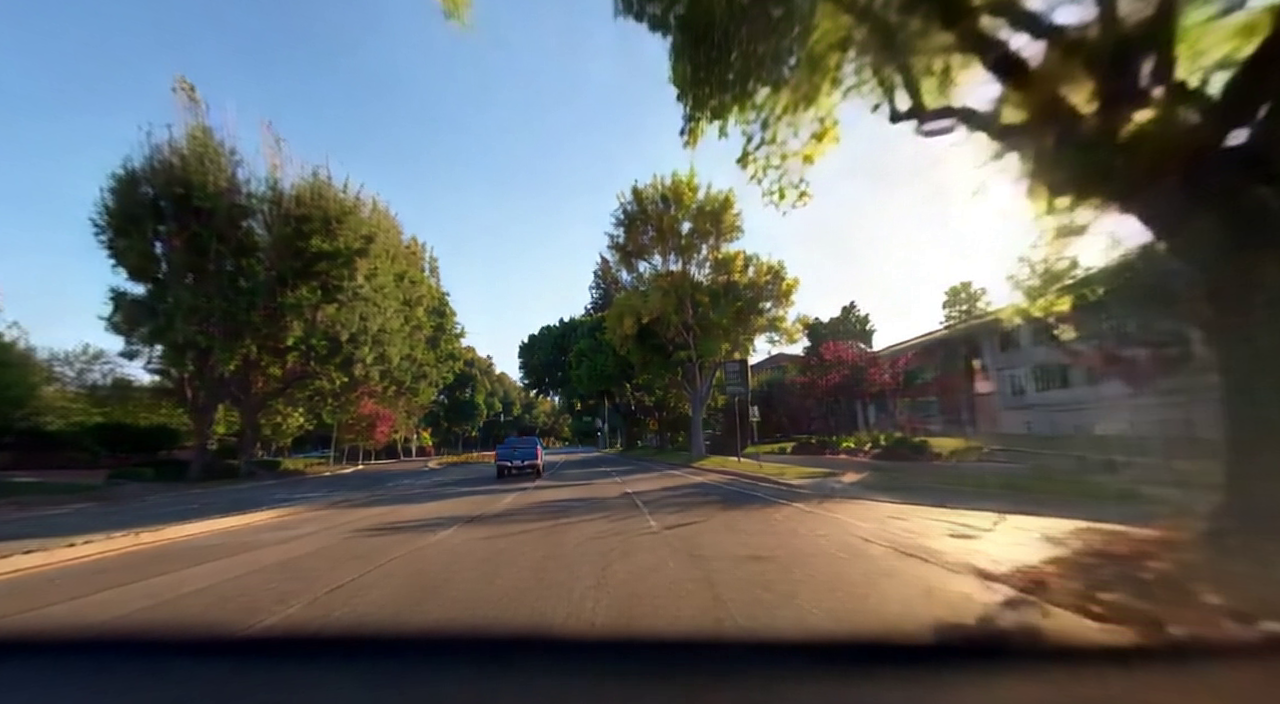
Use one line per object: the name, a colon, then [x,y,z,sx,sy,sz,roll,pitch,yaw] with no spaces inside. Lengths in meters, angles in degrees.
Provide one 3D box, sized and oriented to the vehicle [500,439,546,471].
vehicle: [-7.356,6.543,40.270,2.267,1.849,6.402,1,-9,-5]
